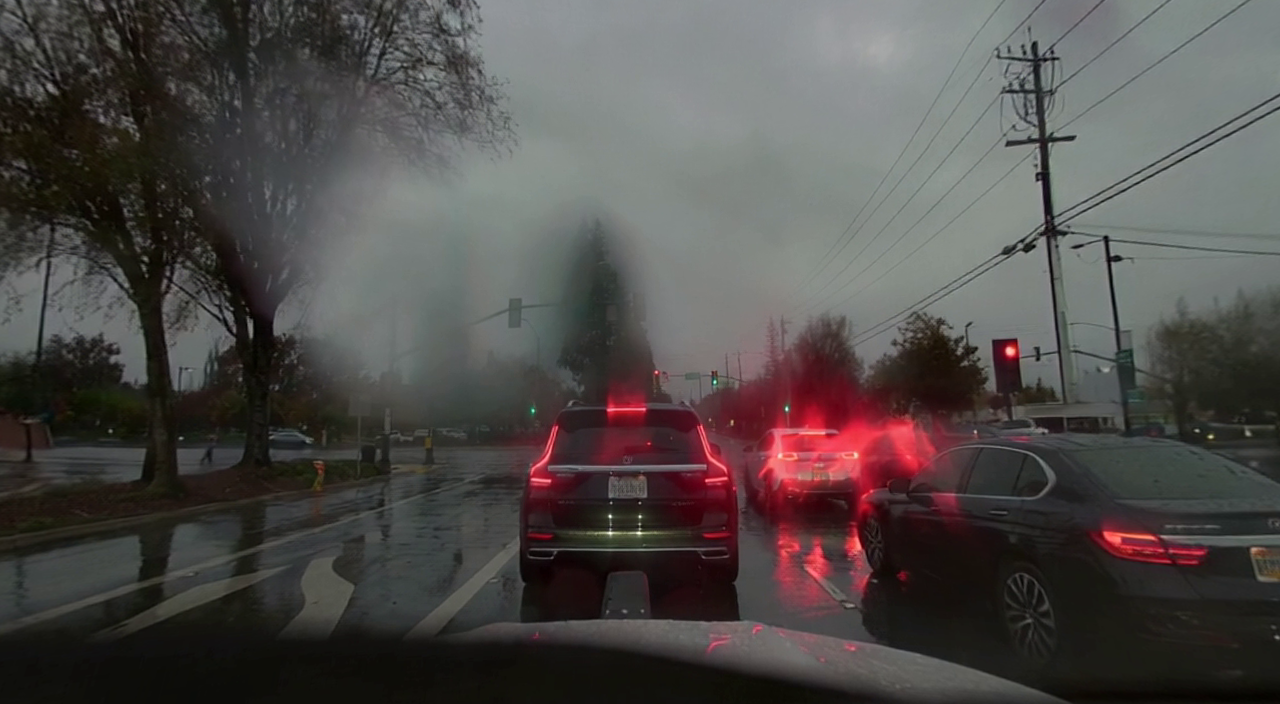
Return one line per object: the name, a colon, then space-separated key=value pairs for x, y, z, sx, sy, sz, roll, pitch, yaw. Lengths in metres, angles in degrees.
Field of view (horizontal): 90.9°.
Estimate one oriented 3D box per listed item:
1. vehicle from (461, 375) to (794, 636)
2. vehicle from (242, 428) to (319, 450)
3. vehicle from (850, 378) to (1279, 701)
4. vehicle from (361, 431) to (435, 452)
vehicle: x=-0.132 y=1.371 z=6.630 sx=2.271 sy=1.786 sz=4.443 roll=0 pitch=-8 yaw=-1
vehicle: x=-26.832 y=6.525 z=47.219 sx=4.587 sy=1.639 sz=1.878 roll=0 pitch=-8 yaw=0
vehicle: x=3.557 y=1.298 z=5.569 sx=1.948 sy=1.677 sz=4.437 roll=0 pitch=-8 yaw=1
vehicle: x=-17.749 y=6.559 z=46.368 sx=4.607 sy=1.478 sz=1.995 roll=0 pitch=-8 yaw=0
